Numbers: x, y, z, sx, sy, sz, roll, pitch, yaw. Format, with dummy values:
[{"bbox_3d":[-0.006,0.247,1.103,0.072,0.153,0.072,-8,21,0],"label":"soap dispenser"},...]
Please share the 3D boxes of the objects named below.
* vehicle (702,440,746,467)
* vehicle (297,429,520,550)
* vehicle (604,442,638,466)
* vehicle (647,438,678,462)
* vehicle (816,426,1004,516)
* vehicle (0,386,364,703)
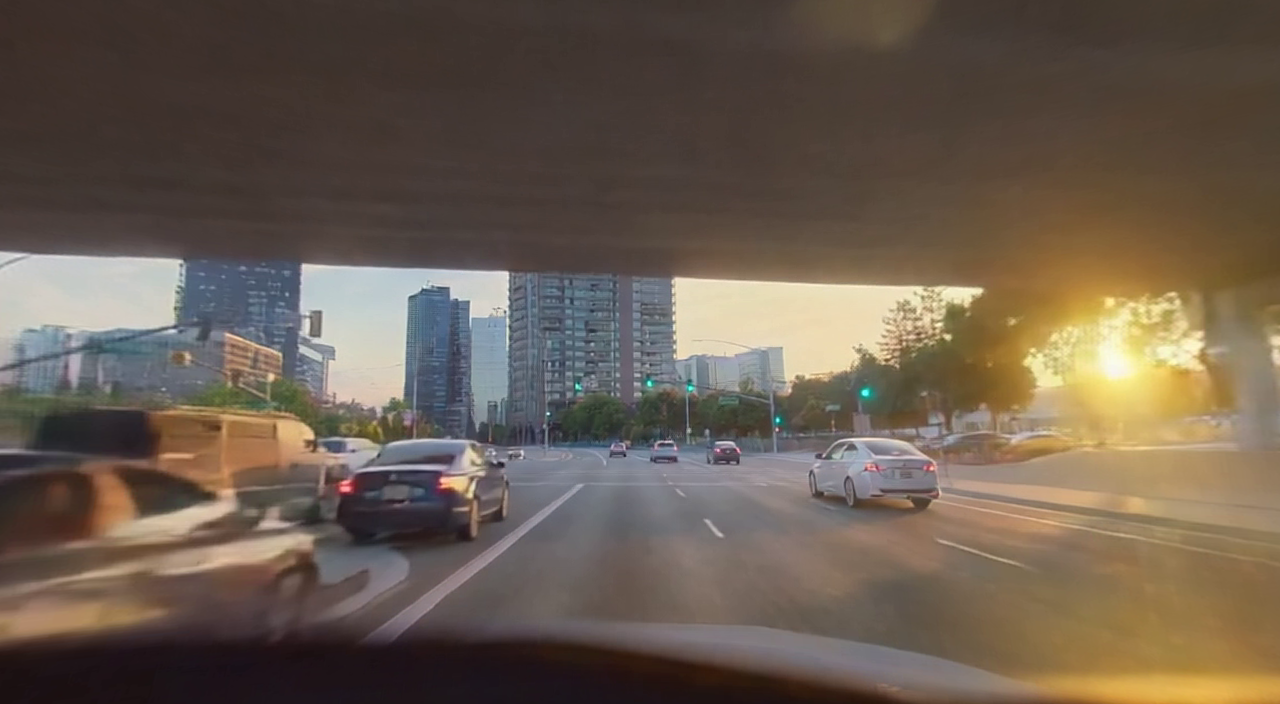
[{"bbox_3d":[5.148,6.288,39.018,1.924,1.527,4.268,0,-8,-2],"label":"vehicle"},{"bbox_3d":[-3.398,2.104,10.382,1.836,1.518,4.727,0,-8,1],"label":"vehicle"},{"bbox_3d":[-1.196,6.384,39.390,2.026,1.453,3.780,0,-8,-2],"label":"vehicle"},{"bbox_3d":[1.662,7.523,48.396,2.034,1.762,4.420,0,-9,-3],"label":"vehicle"},{"bbox_3d":[5.618,2.523,13.844,2.056,1.624,4.498,0,-8,-1],"label":"vehicle"},{"bbox_3d":[-3.036,0.915,2.352,1.980,1.491,4.351,0,-8,0],"label":"vehicle"}]
